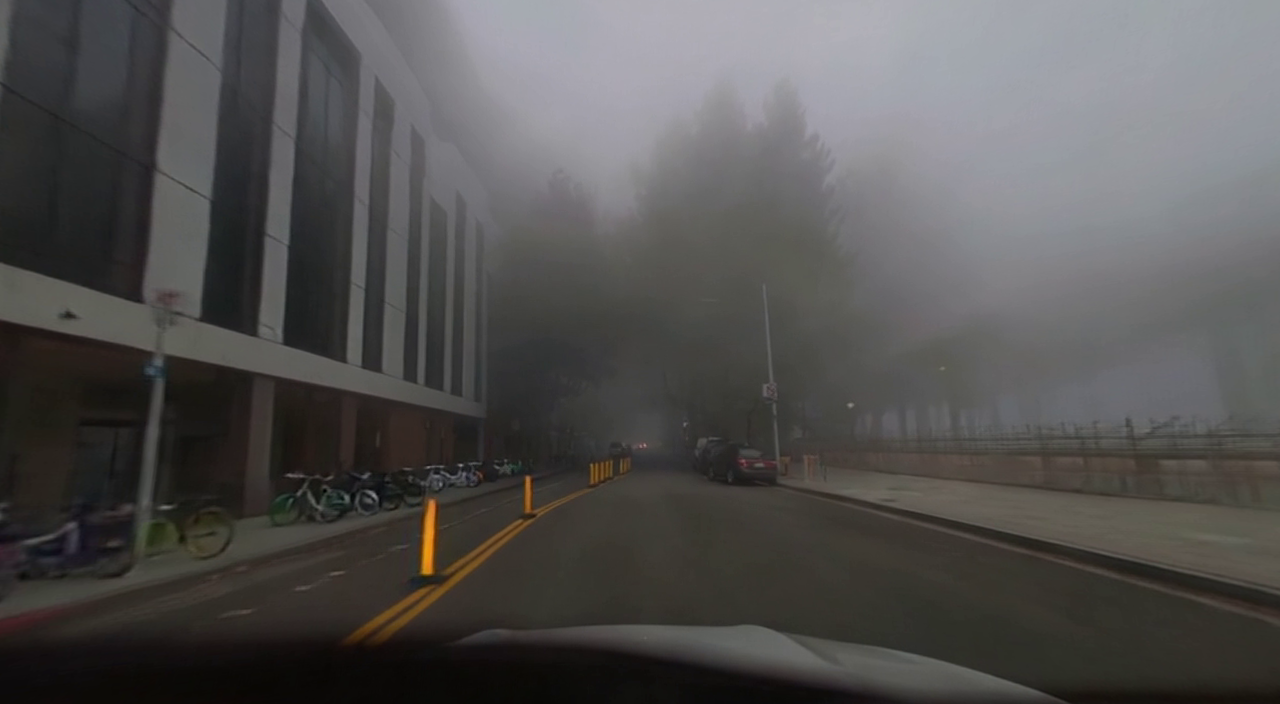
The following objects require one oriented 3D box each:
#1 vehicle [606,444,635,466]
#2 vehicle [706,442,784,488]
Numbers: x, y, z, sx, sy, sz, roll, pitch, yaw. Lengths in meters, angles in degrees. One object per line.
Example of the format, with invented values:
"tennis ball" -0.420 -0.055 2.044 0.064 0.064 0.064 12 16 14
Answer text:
"vehicle" -1.407 7.505 46.323 2.035 1.506 4.075 -1 -9 -1
"vehicle" 3.684 4.042 22.928 2.020 1.448 4.220 -1 -8 -1
